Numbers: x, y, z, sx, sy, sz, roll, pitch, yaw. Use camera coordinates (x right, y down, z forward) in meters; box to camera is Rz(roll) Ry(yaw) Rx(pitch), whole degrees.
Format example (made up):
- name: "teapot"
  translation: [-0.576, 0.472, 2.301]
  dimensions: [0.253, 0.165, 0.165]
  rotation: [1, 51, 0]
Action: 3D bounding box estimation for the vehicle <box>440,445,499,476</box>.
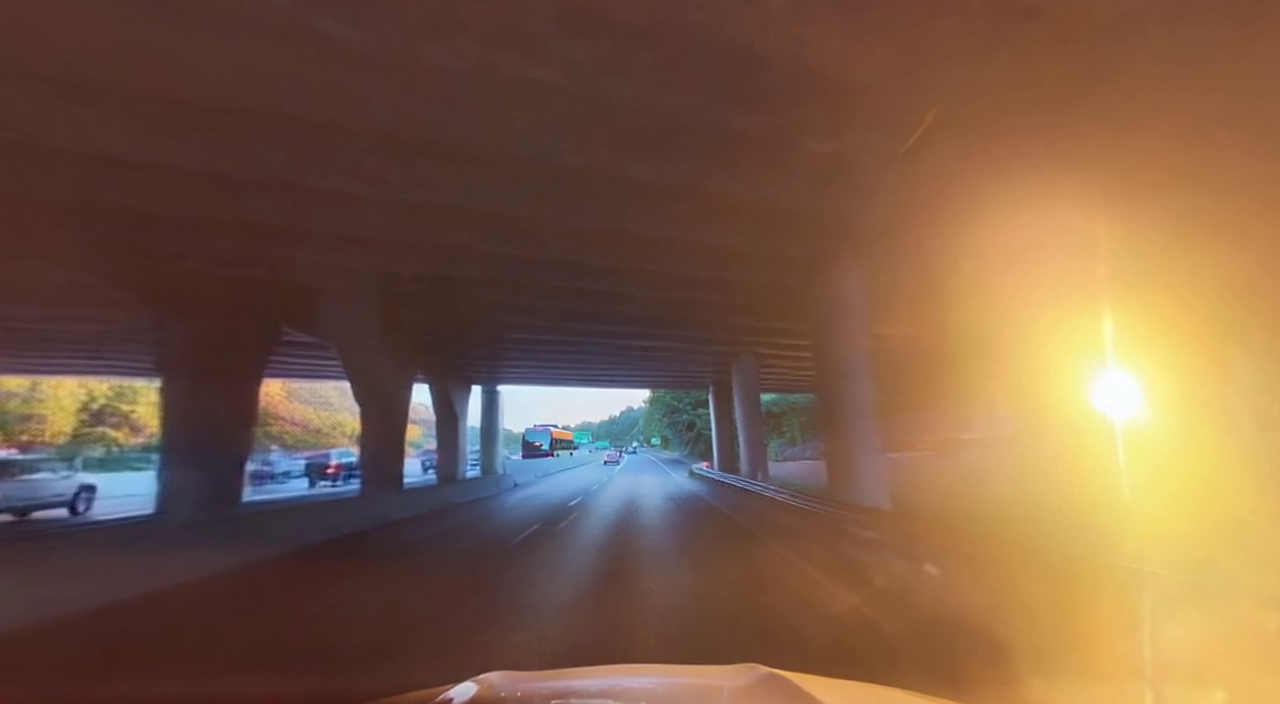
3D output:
- name: "vehicle"
  translation: [-9.380, 5.984, 35.102]
  dimensions: [1.979, 1.600, 4.516]
  rotation: [0, -8, 1]
